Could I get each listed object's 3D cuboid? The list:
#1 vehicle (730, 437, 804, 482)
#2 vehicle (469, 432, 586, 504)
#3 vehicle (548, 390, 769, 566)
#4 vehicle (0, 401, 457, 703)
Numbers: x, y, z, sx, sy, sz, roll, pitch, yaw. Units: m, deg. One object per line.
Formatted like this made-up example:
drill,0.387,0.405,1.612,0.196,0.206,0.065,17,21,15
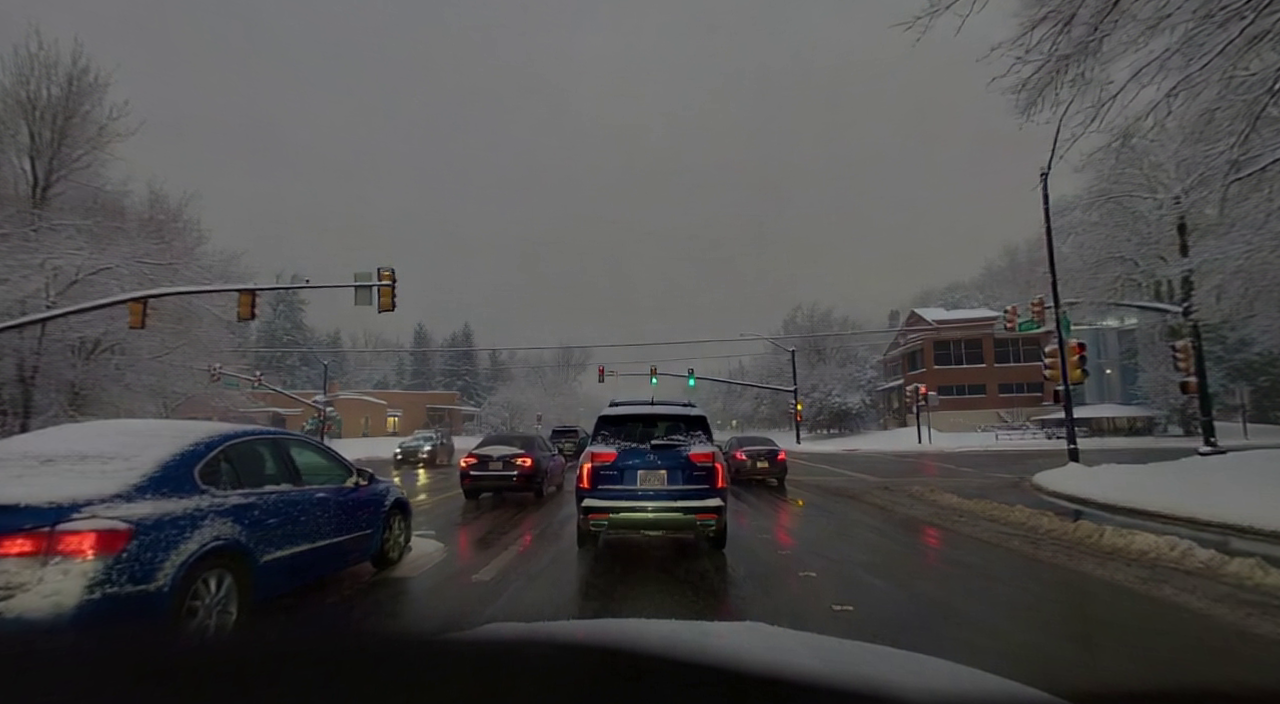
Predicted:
vehicle,4.485,3.843,22.876,1.979,1.453,4.011,0,-8,2
vehicle,-2.560,2.754,15.372,1.851,1.502,4.042,-1,-8,4
vehicle,0.221,1.631,8.838,2.300,1.832,4.331,0,-8,1
vehicle,-3.222,1.298,5.054,1.958,1.494,4.624,0,-8,2
